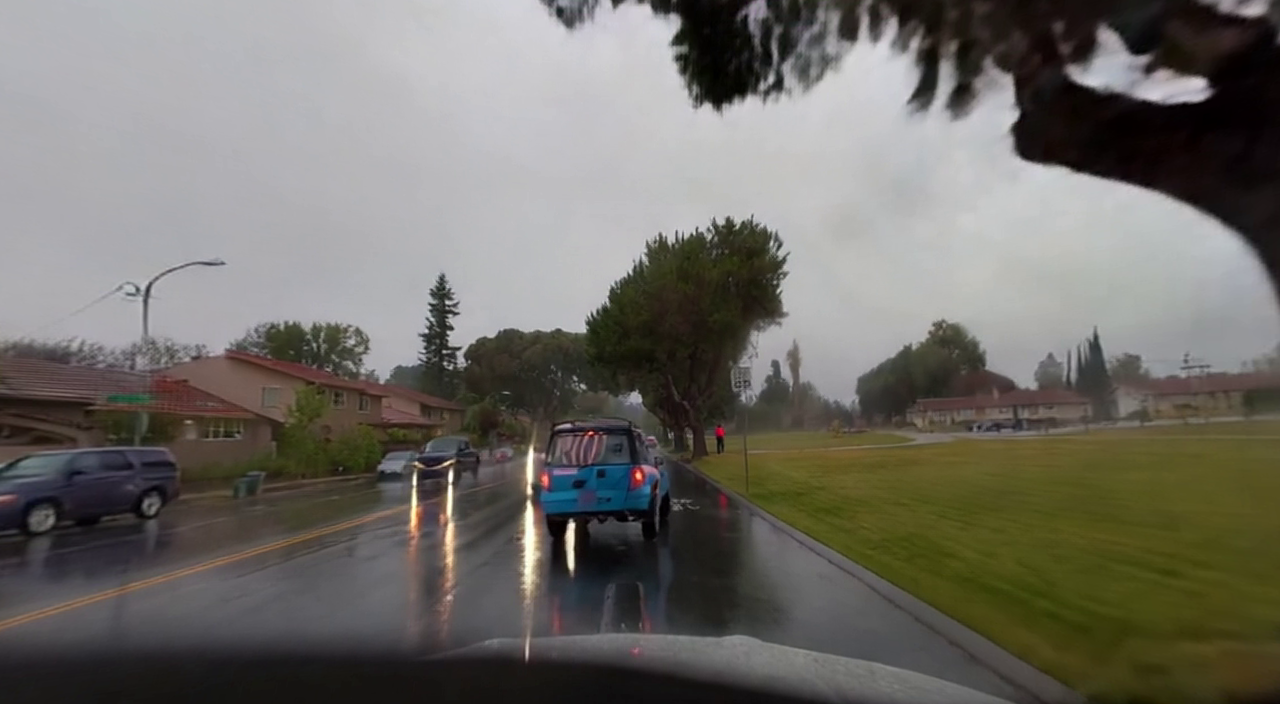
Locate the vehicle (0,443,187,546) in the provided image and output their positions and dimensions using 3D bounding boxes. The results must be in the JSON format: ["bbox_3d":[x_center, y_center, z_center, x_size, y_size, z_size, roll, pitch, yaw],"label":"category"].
[{"bbox_3d":[-12.383,2.870,13.446,1.928,1.800,4.632,0,-8,-1],"label":"vehicle"}]

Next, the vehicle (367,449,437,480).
[{"bbox_3d":[-12.205,5.800,32.574,1.887,1.469,4.691,0,-9,-1],"label":"vehicle"}]

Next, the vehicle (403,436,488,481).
[{"bbox_3d":[-8.606,4.752,28.361,2.060,1.785,5.303,-2,-8,1],"label":"vehicle"}]

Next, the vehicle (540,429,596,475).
[{"bbox_3d":[-3.025,4.318,27.243,1.908,1.809,4.230,0,-8,1],"label":"vehicle"}]
